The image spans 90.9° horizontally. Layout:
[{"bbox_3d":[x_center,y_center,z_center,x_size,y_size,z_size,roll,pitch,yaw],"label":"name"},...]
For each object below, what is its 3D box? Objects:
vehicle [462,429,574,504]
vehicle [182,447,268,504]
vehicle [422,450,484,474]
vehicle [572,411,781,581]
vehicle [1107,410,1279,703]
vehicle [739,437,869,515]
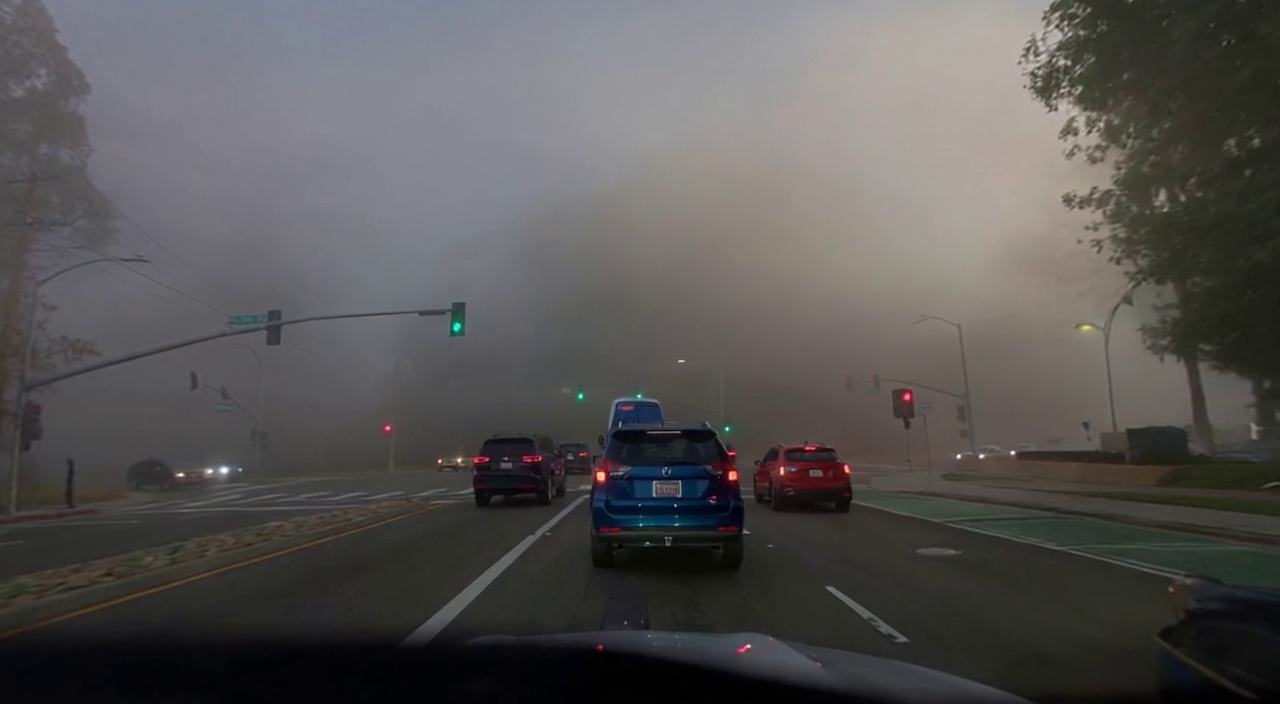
[{"bbox_3d":[-3.270,3.193,18.022,2.209,1.828,4.847,0,-9,0],"label":"vehicle"},{"bbox_3d":[-13.583,3.965,20.860,1.926,1.636,4.395,4,-10,-29],"label":"vehicle"},{"bbox_3d":[-12.741,7.451,42.818,4.308,1.497,1.876,-7,-11,39],"label":"vehicle"},{"bbox_3d":[0.367,1.834,8.842,2.172,1.764,4.338,0,-8,0],"label":"vehicle"},{"bbox_3d":[3.440,0.751,0.898,1.958,1.500,4.687,0,-8,0],"label":"vehicle"},{"bbox_3d":[3.710,2.871,15.083,1.954,1.592,3.992,0,-9,-1],"label":"vehicle"}]
